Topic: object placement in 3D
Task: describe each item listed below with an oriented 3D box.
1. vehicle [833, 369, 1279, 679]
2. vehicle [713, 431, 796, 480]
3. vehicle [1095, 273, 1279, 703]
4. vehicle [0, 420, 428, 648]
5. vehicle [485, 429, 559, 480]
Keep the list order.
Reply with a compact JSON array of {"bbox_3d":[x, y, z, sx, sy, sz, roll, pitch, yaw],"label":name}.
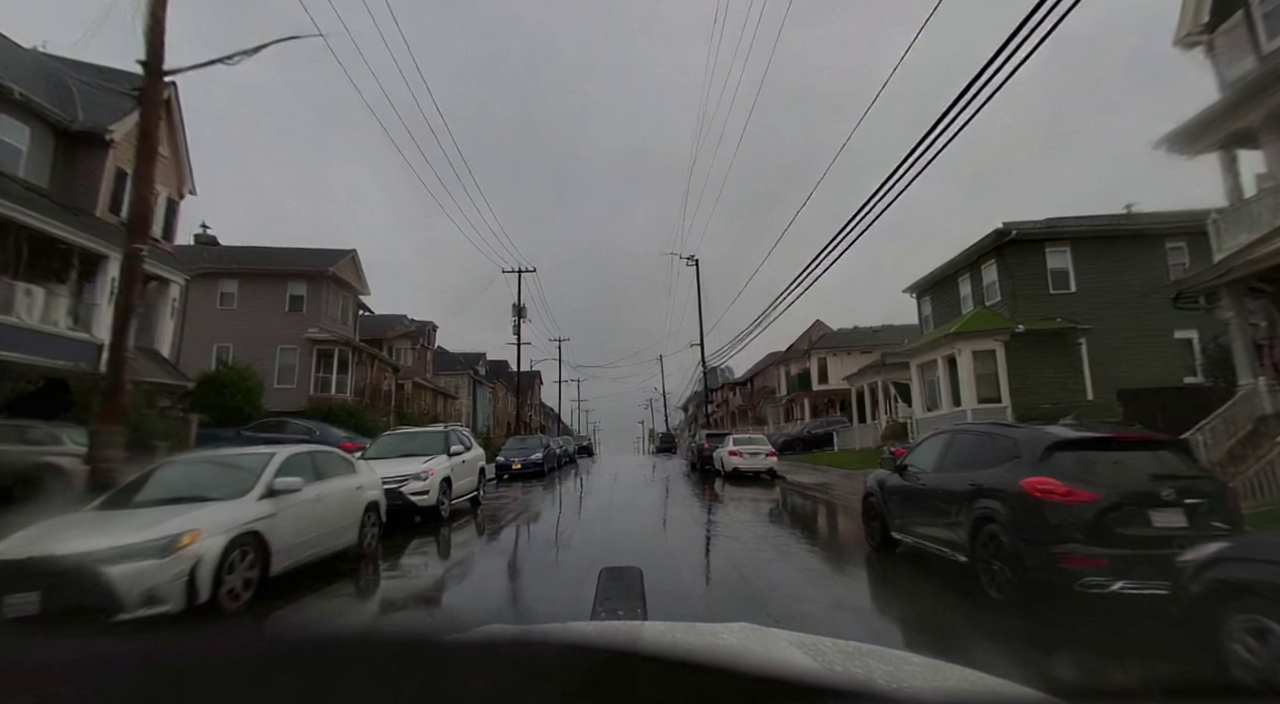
[{"bbox_3d":[3.702,1.322,6.042,2.025,1.741,4.748,0,-8,-2],"label":"vehicle"},{"bbox_3d":[3.601,3.370,20.754,2.083,1.407,4.506,0,-8,3],"label":"vehicle"},{"bbox_3d":[3.699,0.411,0.730,2.066,1.990,5.511,0,-8,-2],"label":"vehicle"},{"bbox_3d":[-3.829,1.515,6.498,2.024,1.460,4.600,0,-8,-4],"label":"vehicle"},{"bbox_3d":[-4.382,3.970,24.219,2.031,1.708,4.746,-2,-10,-1],"label":"vehicle"}]
